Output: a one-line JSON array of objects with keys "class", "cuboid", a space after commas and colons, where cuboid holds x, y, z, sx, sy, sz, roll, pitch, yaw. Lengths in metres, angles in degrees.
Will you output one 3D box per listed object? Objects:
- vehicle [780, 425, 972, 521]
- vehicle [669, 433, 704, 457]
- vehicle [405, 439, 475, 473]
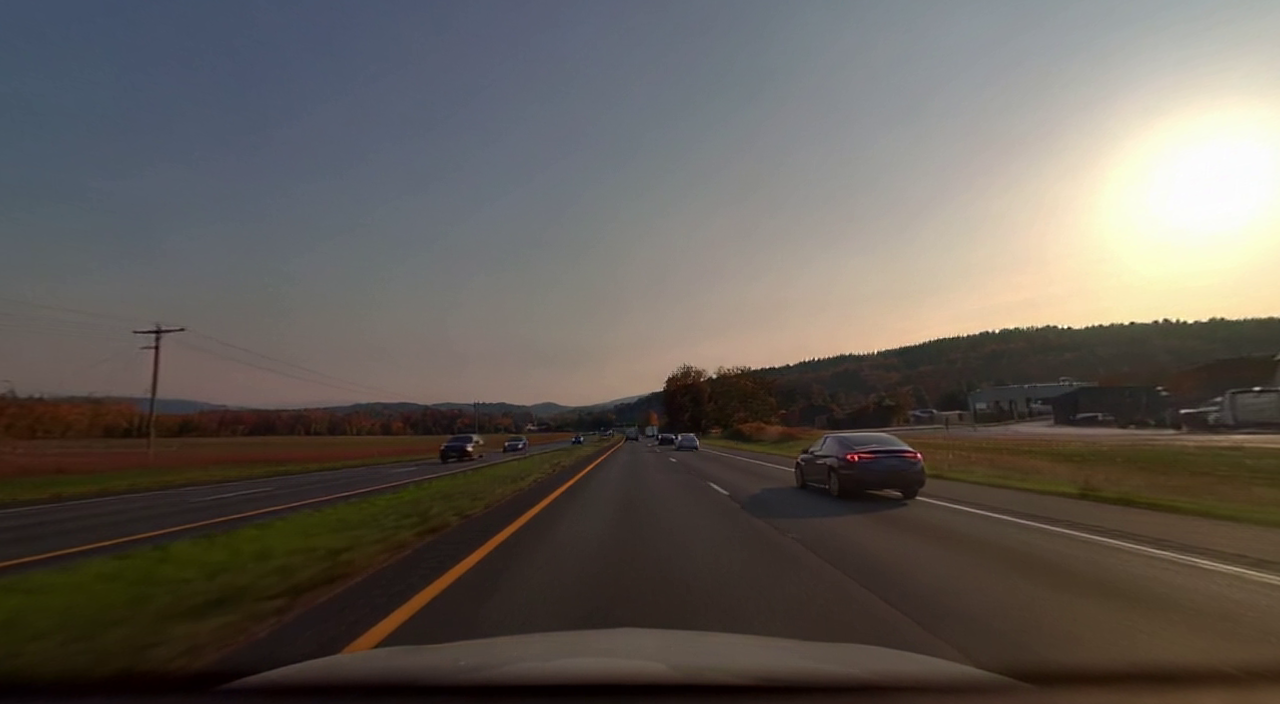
[{"class": "vehicle", "cuboid": [4.277, 2.247, 12.253, 2.024, 1.516, 4.197, 0, -8, -1]}, {"class": "vehicle", "cuboid": [3.189, 6.496, 43.912, 2.057, 1.540, 4.158, 0, -8, -1]}, {"class": "vehicle", "cuboid": [-9.343, 4.879, 29.776, 1.886, 1.485, 4.481, 0, -8, -1]}]
